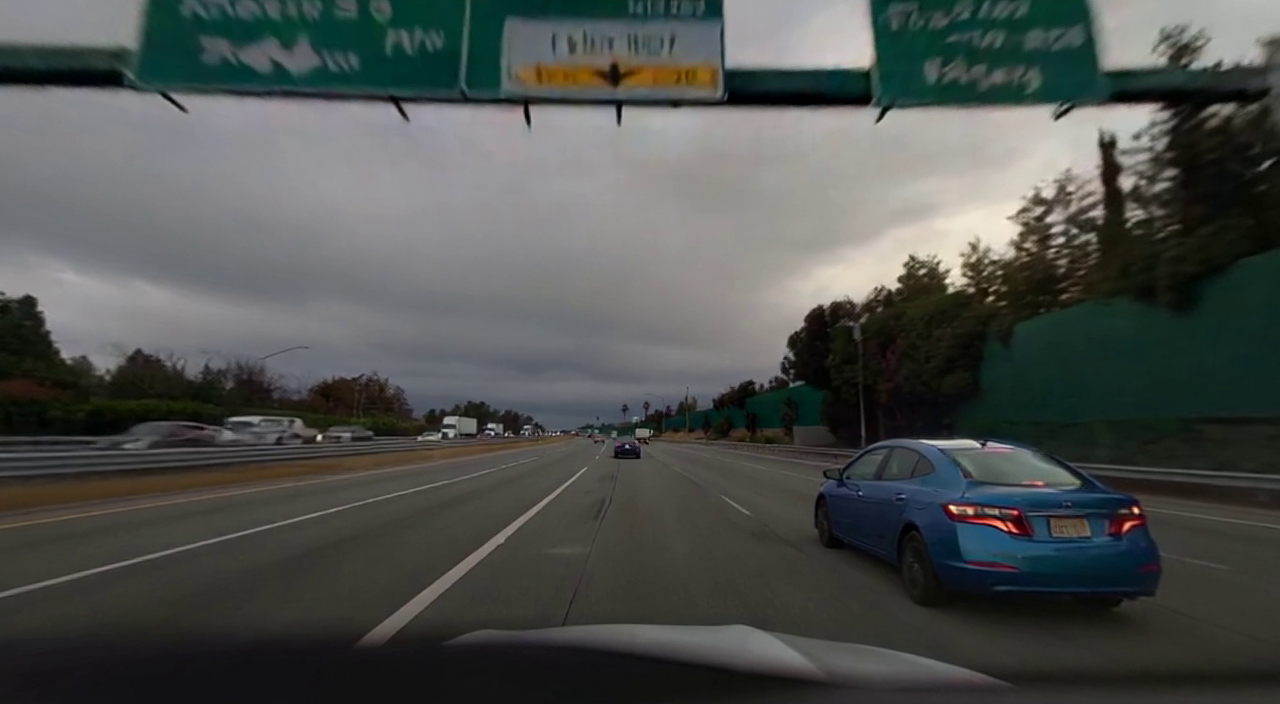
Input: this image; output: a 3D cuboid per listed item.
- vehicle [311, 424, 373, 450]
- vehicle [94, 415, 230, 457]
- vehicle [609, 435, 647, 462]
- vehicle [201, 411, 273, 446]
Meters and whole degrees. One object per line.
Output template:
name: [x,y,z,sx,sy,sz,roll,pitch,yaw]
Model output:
vehicle: [-18.030,5.187,38.232,1.874,1.504,3.926,0,-8,-1]
vehicle: [-18.559,3.307,24.715,1.953,1.511,4.353,0,-8,-1]
vehicle: [-0.749,5.687,37.268,2.121,1.445,4.187,0,-8,-2]
vehicle: [-30.519,5.856,47.747,2.277,2.498,4.662,0,-8,0]
